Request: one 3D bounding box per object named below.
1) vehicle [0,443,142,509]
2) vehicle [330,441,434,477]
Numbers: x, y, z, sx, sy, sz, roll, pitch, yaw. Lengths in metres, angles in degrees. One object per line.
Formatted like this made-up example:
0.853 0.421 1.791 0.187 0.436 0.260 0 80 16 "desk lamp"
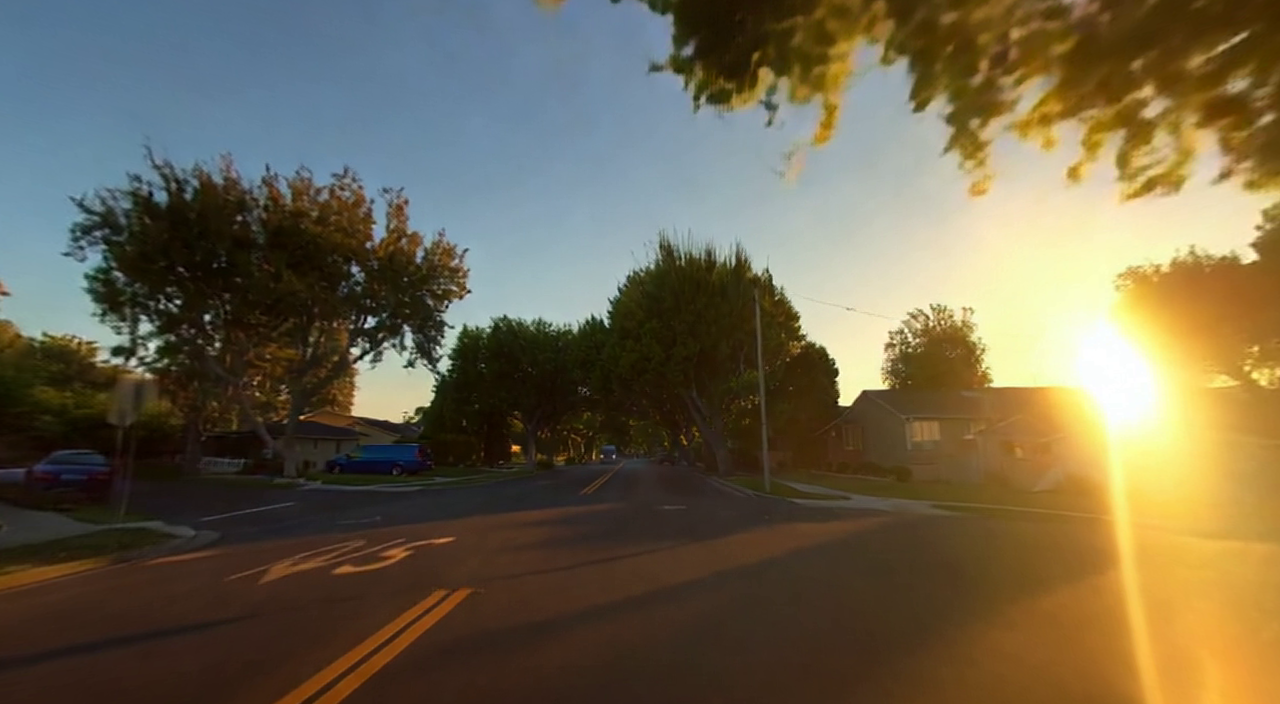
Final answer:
-17.670 3.665 19.143 4.876 1.763 2.016 -4 -10 27 "vehicle"
-14.041 5.842 34.708 2.145 1.839 4.837 -6 -10 33 "vehicle"
